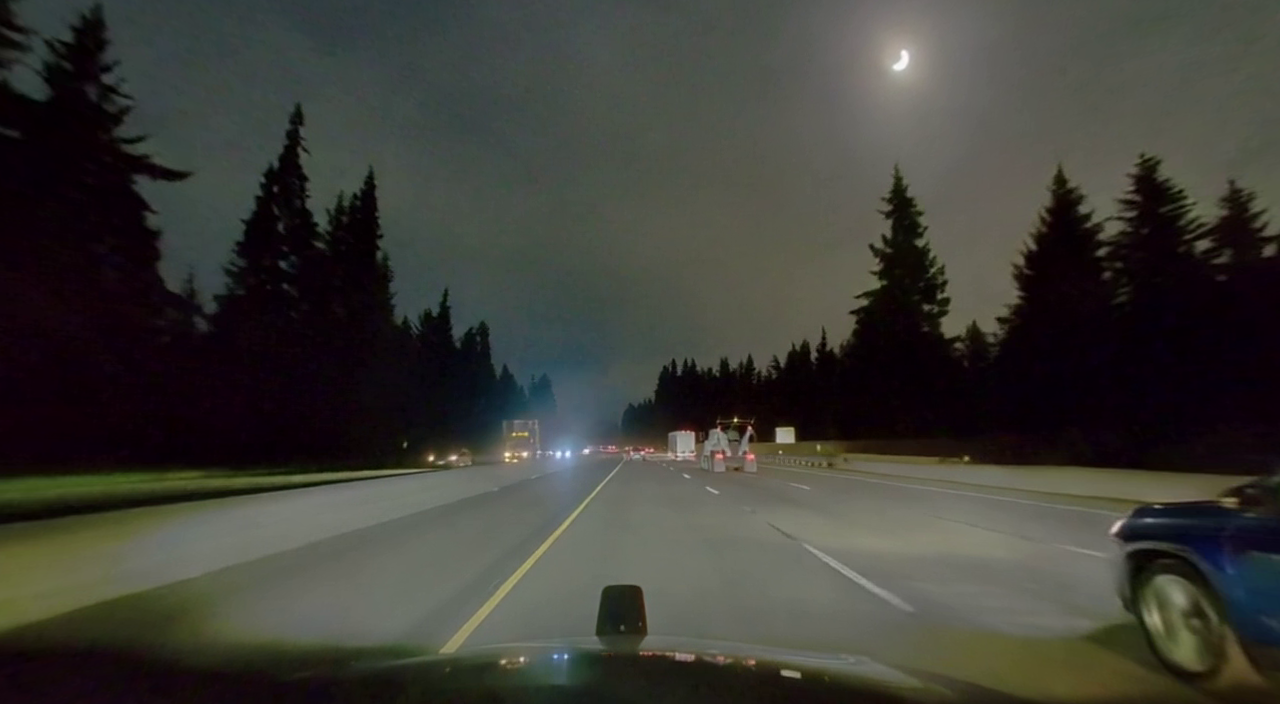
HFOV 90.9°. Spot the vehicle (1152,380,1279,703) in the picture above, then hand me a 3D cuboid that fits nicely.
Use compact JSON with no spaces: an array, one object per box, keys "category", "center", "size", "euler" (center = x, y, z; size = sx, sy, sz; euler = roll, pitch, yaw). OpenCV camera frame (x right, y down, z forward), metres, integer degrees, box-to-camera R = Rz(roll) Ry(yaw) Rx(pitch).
[{"category":"vehicle","center":[3.878,0.719,1.434],"size":[2.005,1.604,4.002],"euler":[0,-9,0]}]

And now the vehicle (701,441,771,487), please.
[{"category":"vehicle","center":[3.651,4.368,24.832],"size":[2.022,1.658,4.132],"euler":[0,-9,-1]}]
